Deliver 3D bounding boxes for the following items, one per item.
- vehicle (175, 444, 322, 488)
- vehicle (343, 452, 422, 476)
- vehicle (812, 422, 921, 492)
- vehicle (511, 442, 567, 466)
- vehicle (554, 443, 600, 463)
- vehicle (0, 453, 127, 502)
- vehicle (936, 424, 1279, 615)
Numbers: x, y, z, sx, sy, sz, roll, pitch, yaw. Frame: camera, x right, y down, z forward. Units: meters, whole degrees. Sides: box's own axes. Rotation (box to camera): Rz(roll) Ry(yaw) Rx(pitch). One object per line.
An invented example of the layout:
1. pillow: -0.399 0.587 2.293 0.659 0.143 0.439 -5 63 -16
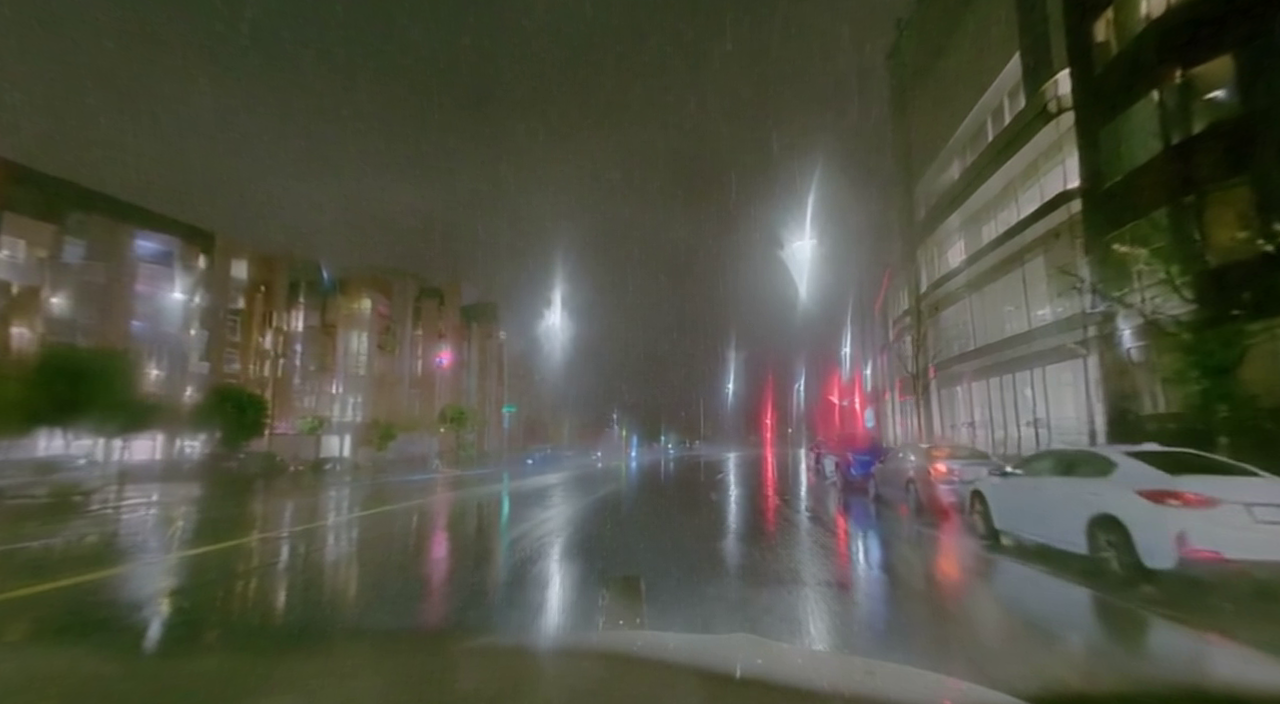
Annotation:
1. vehicle: -19.614 5.701 31.791 6.006 1.964 2.474 -1 -10 9
2. vehicle: -16.393 7.144 40.334 4.178 1.407 2.012 -2 -9 11
3. vehicle: 6.643 3.127 19.196 2.041 1.811 5.168 -1 -8 8
4. vehicle: -6.712 6.815 42.467 1.882 1.508 4.476 -3 -9 16
5. vehicle: -4.791 7.747 48.760 1.841 1.444 4.554 -3 -9 19
6. vehicle: -24.289 5.156 26.201 4.462 1.832 2.103 -1 -8 10
7. vehicle: 5.613 1.685 7.489 2.077 1.502 4.902 -1 -8 4
